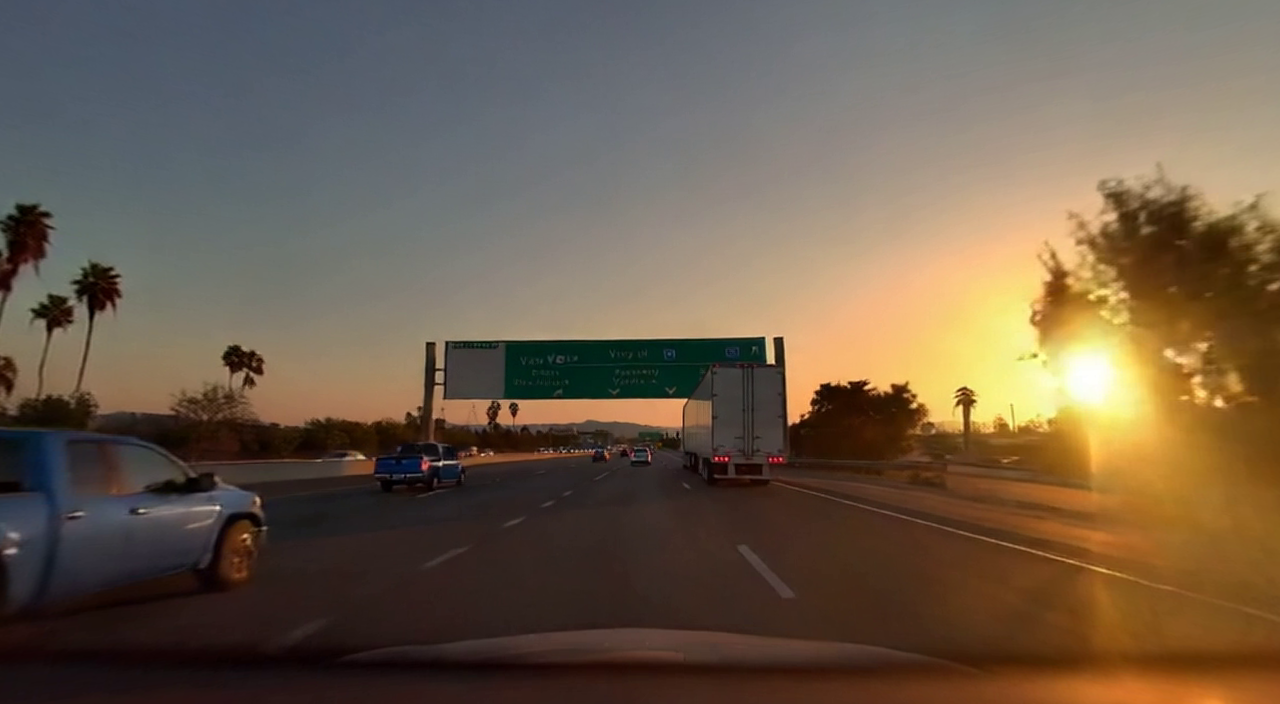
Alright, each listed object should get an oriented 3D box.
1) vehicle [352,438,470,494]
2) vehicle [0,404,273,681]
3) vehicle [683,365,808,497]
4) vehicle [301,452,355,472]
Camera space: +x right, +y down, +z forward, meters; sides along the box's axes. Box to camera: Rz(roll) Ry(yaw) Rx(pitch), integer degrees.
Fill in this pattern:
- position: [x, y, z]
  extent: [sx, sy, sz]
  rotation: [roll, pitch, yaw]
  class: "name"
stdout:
- position: [-7.890, 3.980, 22.371]
  extent: [2.264, 1.728, 4.940]
  rotation: [0, -9, 1]
  class: "vehicle"
- position: [-4.651, 1.141, 3.982]
  extent: [2.120, 1.537, 4.139]
  rotation: [0, -9, 0]
  class: "vehicle"
- position: [3.837, 3.686, 27.930]
  extent: [2.891, 4.123, 16.415]
  rotation: [0, -9, 1]
  class: "vehicle"
- position: [-24.407, 8.596, 49.424]
  extent: [1.805, 1.469, 4.586]
  rotation: [0, -9, 2]
  class: "vehicle"
